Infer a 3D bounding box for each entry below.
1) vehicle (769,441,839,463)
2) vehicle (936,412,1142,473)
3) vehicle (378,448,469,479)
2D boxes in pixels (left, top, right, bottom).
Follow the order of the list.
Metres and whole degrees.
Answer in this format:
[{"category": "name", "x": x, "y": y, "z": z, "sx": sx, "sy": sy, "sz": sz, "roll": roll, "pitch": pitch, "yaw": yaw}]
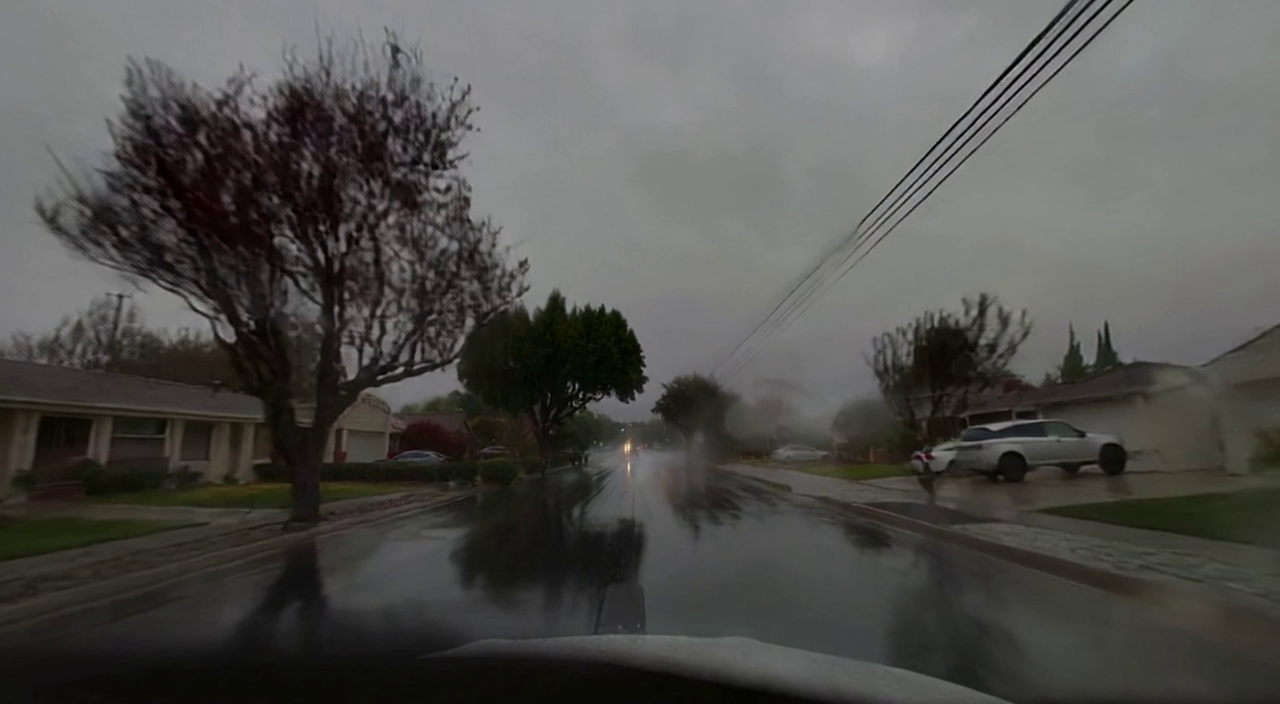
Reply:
[{"category": "vehicle", "x": 12.003, "y": 7.341, "z": 46.348, "sx": 4.626, "sy": 1.541, "sz": 1.866, "roll": 1, "pitch": -9, "yaw": -2}, {"category": "vehicle", "x": 12.776, "y": 2.943, "z": 20.556, "sx": 5.049, "sy": 1.845, "sz": 2.327, "roll": 0, "pitch": -9, "yaw": 0}, {"category": "vehicle", "x": -13.232, "y": 6.797, "z": 38.842, "sx": 4.887, "sy": 1.788, "sz": 2.006, "roll": 0, "pitch": -8, "yaw": -3}]
